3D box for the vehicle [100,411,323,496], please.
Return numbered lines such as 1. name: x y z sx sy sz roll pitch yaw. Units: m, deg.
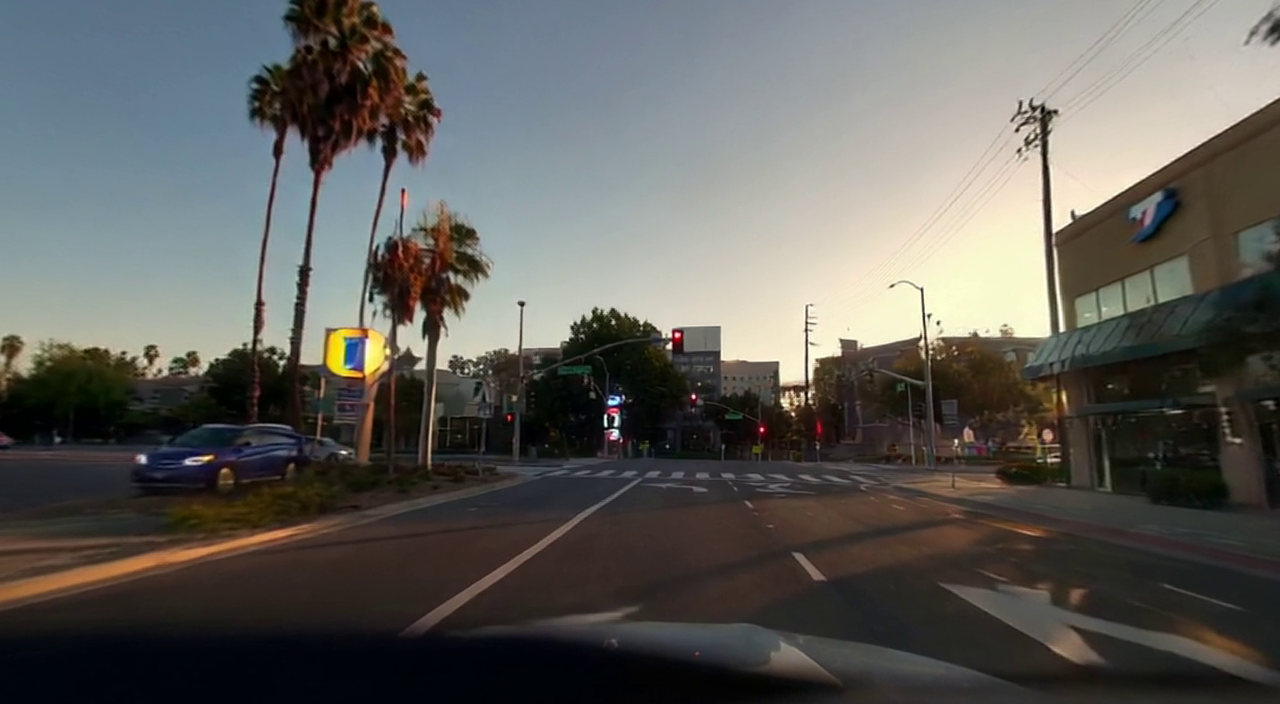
1. vehicle: -10.441 2.541 15.995 2.109 1.816 4.670 -1 -8 4
